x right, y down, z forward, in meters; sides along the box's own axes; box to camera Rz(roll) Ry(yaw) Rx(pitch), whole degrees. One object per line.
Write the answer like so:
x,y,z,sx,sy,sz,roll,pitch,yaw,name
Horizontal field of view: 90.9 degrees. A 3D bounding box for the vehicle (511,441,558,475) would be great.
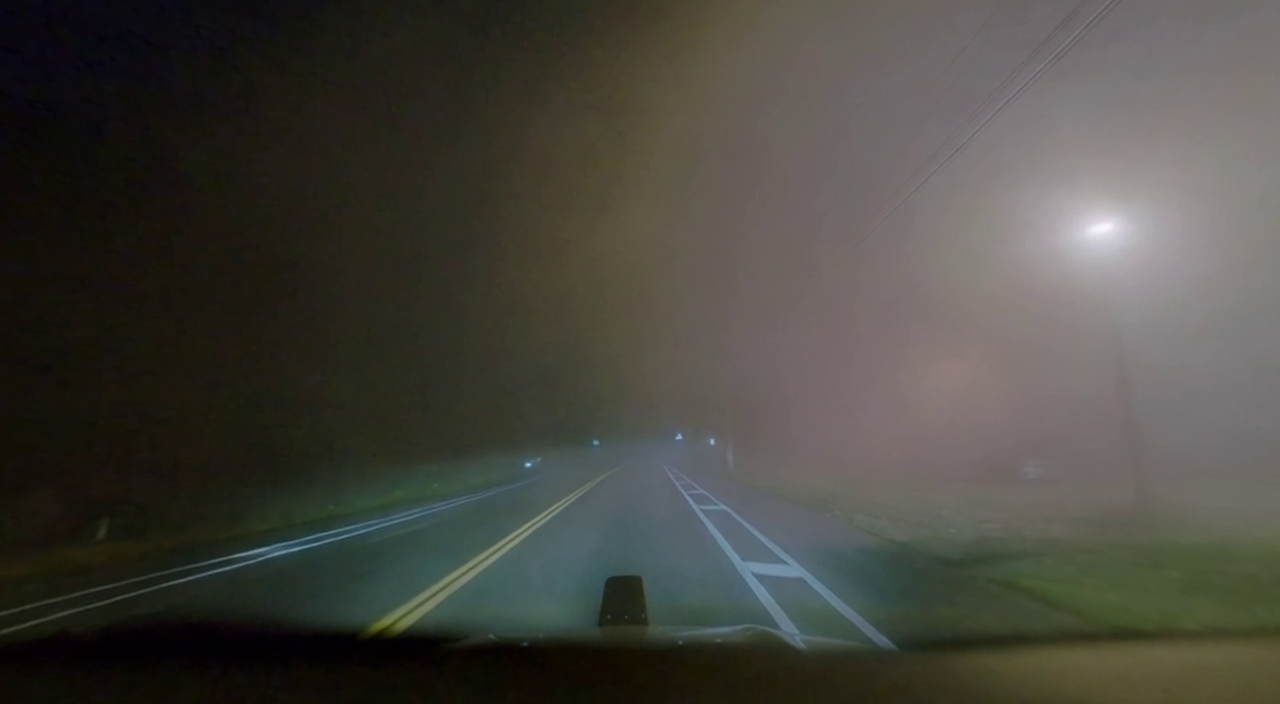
-6.153,6.300,37.258,1.992,1.797,4.372,-2,-10,1,vehicle
